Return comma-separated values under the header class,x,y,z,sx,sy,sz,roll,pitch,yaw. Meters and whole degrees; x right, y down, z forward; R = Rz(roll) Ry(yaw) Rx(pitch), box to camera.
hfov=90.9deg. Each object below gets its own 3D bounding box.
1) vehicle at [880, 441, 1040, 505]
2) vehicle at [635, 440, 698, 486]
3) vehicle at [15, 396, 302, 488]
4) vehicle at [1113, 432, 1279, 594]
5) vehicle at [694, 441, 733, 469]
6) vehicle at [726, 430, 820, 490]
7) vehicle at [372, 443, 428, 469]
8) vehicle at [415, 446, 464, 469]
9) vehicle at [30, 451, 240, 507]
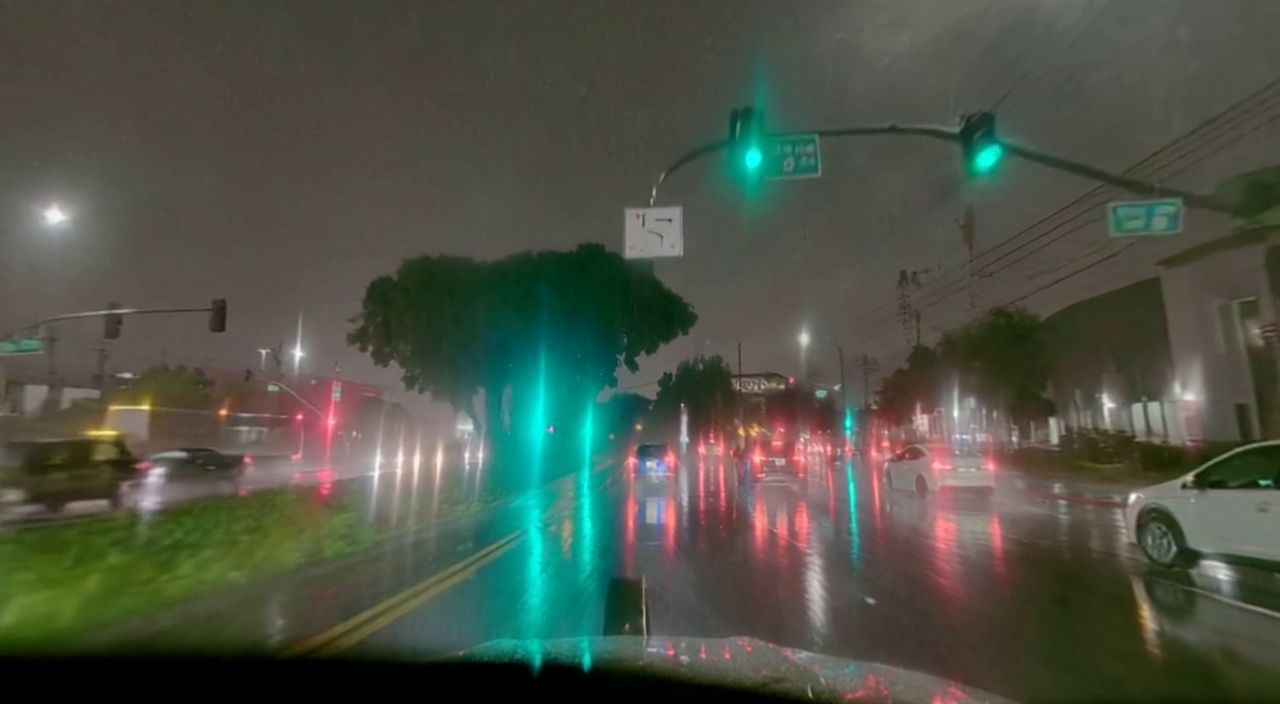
class,x,y,z,sx,sy,sz,roll,pitch,yaw
vehicle,8.295,3.153,16.924,1.882,1.463,4.543,0,-9,0
vehicle,0.962,4.127,23.697,2.168,1.527,4.174,0,-9,2
vehicle,-21.059,4.271,29.550,3.354,3.314,12.985,0,-9,0
vehicle,6.797,1.435,5.510,1.866,1.471,4.478,0,-9,0
vehicle,4.439,6.295,38.522,1.896,1.612,4.203,0,-9,1
vehicle,4.355,3.636,21.481,2.119,1.810,4.848,0,-9,0
vehicle,-17.488,7.612,46.155,2.076,1.762,4.895,0,-9,1
vehicle,-13.796,7.291,43.675,1.827,1.469,4.476,0,-9,1
vehicle,-13.708,3.438,17.584,1.926,1.303,4.686,0,-9,1
